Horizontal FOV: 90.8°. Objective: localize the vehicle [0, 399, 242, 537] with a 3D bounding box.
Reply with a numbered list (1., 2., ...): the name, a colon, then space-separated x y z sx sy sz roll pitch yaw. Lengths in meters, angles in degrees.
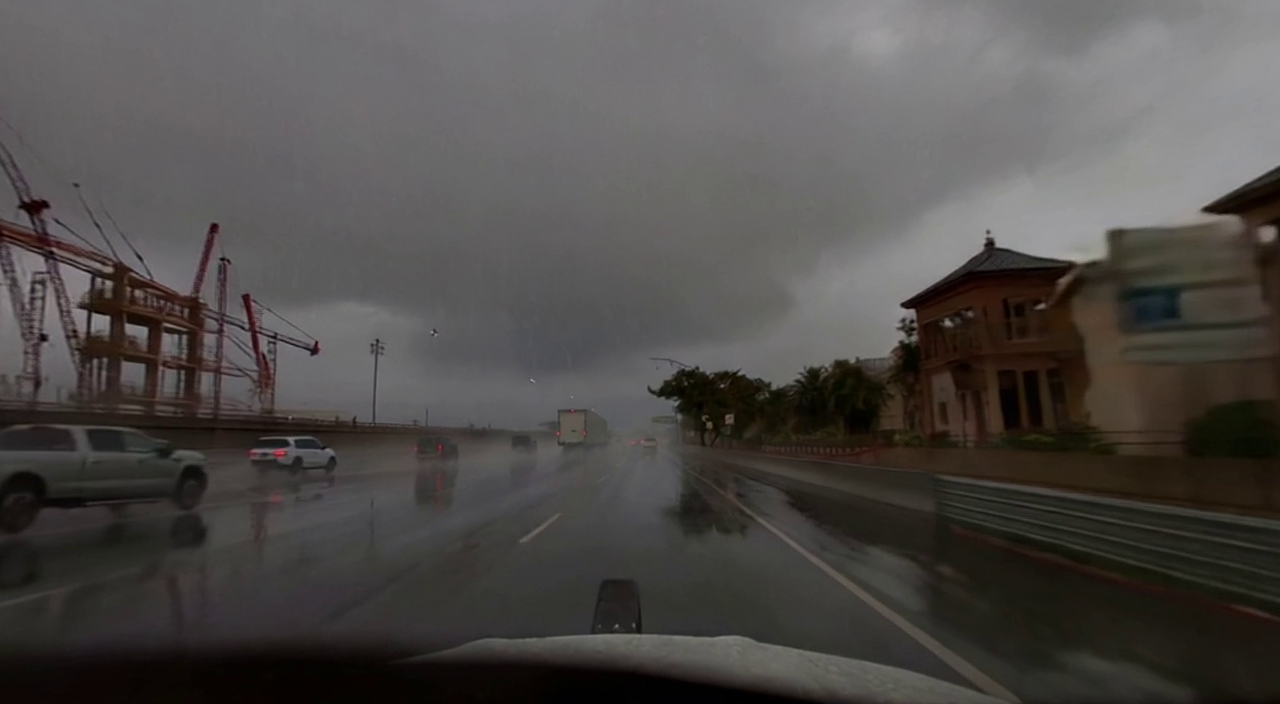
1. vehicle: -10.795 2.104 11.933 2.394 2.056 6.251 -1 -8 1
